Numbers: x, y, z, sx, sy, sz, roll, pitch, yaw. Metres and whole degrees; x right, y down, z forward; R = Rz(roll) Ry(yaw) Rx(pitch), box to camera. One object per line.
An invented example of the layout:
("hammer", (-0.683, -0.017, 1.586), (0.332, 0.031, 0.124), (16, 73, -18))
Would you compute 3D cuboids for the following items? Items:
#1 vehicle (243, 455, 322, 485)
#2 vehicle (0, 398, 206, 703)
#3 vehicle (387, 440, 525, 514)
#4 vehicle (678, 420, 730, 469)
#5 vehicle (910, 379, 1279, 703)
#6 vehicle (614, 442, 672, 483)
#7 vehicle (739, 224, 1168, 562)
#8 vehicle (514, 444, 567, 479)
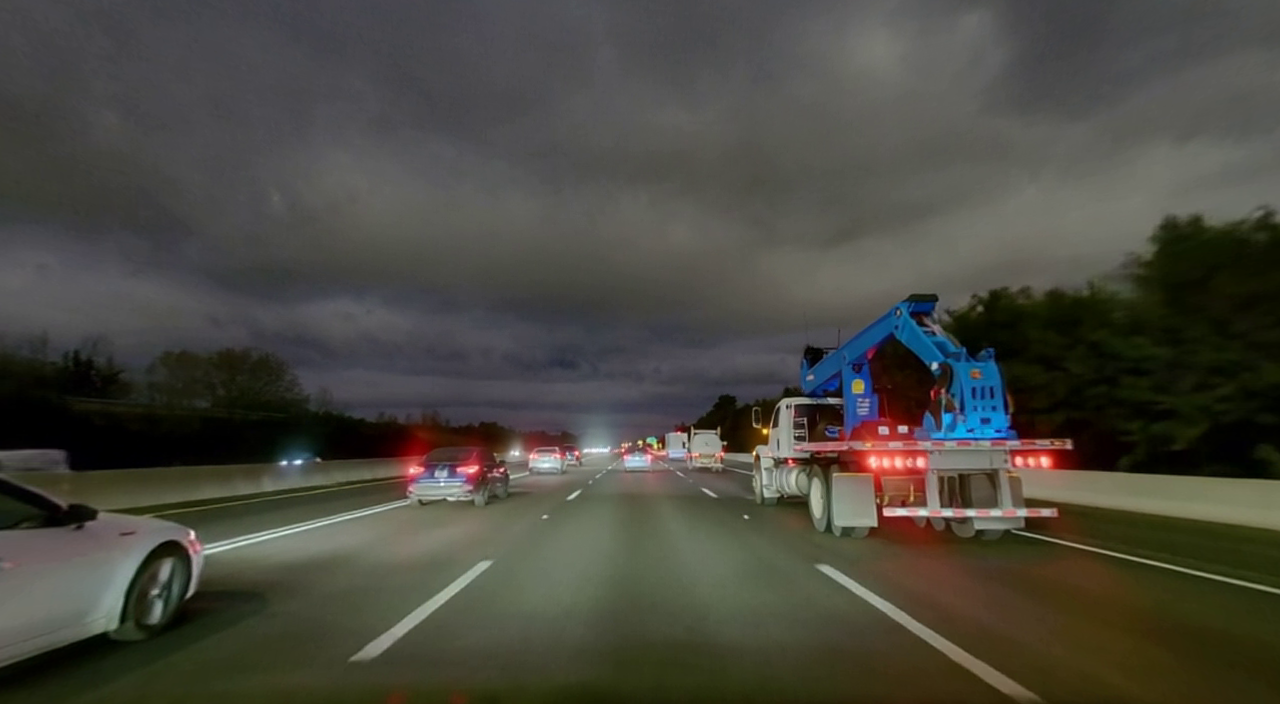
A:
("vehicle", (-20.498, 6.768, 36.170), (1.914, 1.521, 4.472), (0, -9, -1))
("vehicle", (-4.171, 0.917, 2.460), (1.978, 1.556, 4.119), (0, -9, 0))
("vehicle", (-4.238, 2.946, 15.328), (1.880, 1.507, 4.757), (0, -9, 0))
("vehicle", (3.955, 5.982, 40.194), (2.416, 2.829, 7.016), (0, -9, -2))
("vehicle", (4.062, 1.047, 3.414), (2.599, 1.631, 5.693), (0, -9, -1))
("vehicle", (0.049, 4.458, 25.434), (2.150, 1.498, 3.988), (0, -9, -1))
("vehicle", (3.936, 1.016, 10.911), (2.975, 3.618, 8.456), (0, -9, 0))
("vehicle", (-4.591, 5.111, 29.444), (1.858, 1.527, 3.974), (0, -9, 0))
